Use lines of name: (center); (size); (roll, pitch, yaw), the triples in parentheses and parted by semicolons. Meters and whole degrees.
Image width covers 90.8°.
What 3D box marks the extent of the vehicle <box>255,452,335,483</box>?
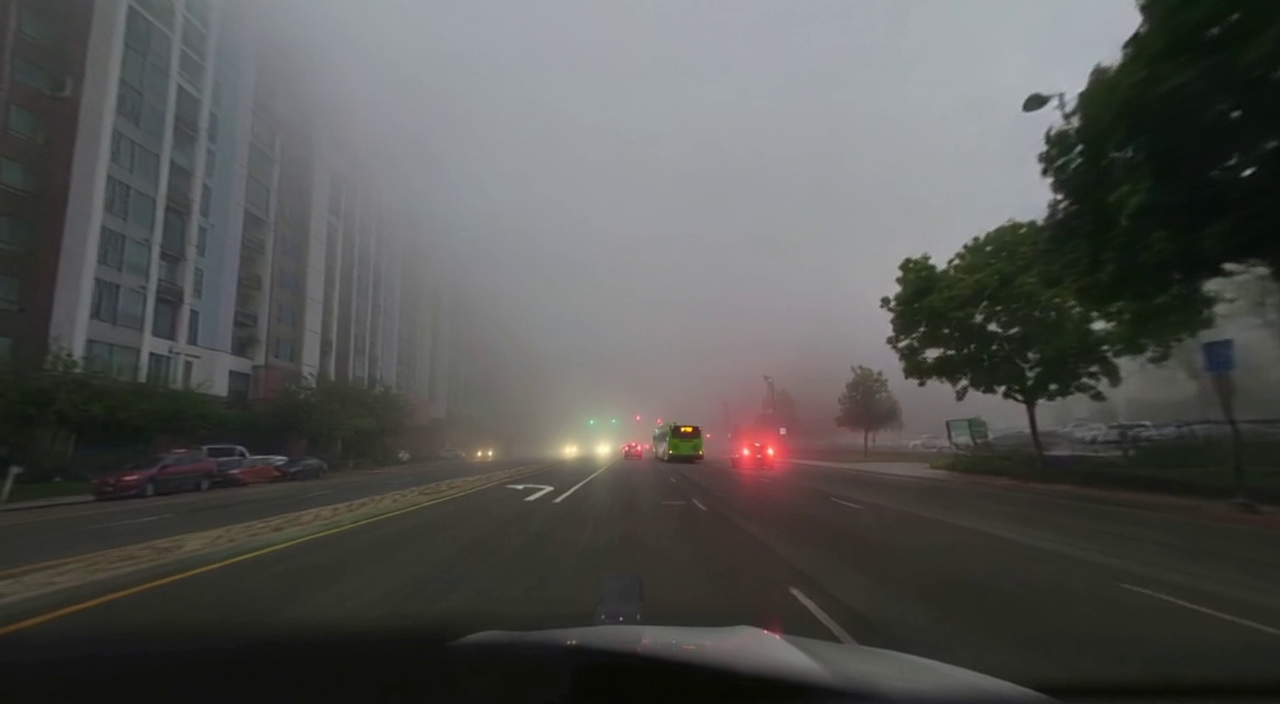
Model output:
vehicle: (-18.783, 6.288, 34.696); (1.861, 1.499, 4.605); (0, -9, -1)

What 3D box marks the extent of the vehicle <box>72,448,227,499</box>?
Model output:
vehicle: (-18.662, 4.608, 24.428); (2.047, 1.756, 4.844); (0, -9, 0)

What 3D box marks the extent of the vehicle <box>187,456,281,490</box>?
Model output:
vehicle: (-18.946, 5.619, 29.729); (1.685, 1.426, 4.247); (1, -9, -2)

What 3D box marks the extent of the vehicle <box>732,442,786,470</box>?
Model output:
vehicle: (6.464, 5.721, 34.839); (1.992, 1.447, 4.414); (1, -9, -2)
